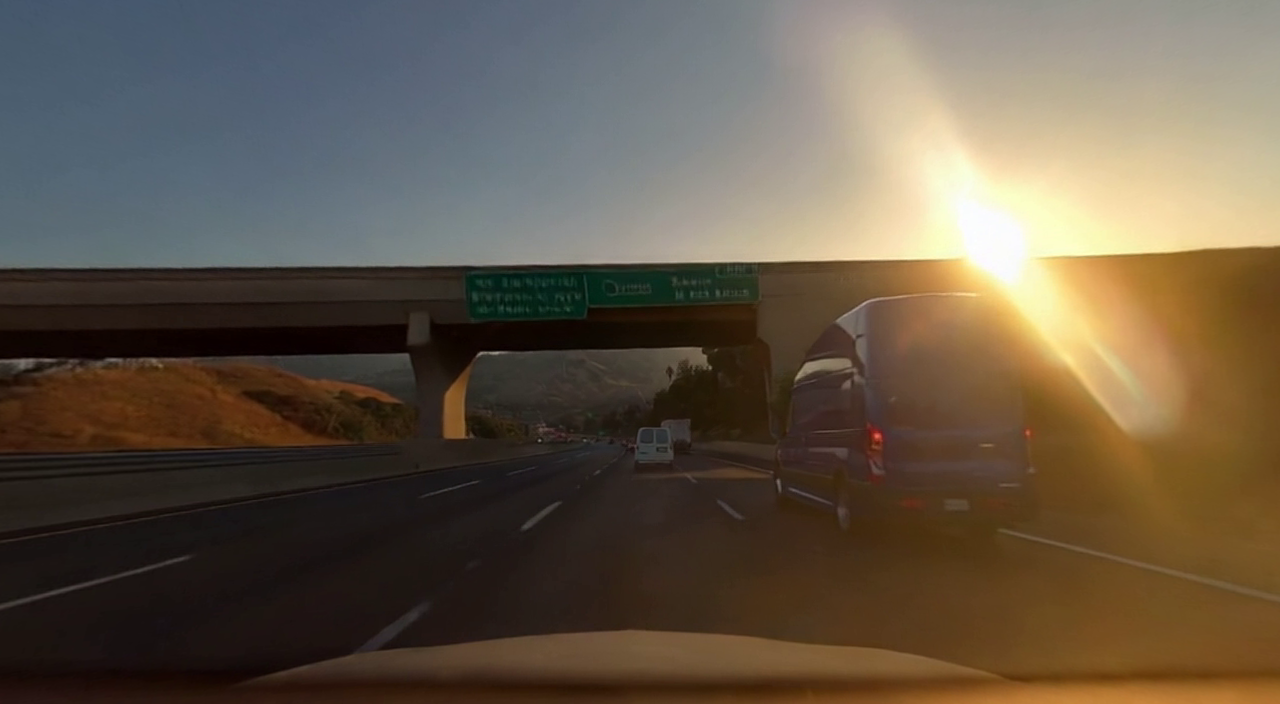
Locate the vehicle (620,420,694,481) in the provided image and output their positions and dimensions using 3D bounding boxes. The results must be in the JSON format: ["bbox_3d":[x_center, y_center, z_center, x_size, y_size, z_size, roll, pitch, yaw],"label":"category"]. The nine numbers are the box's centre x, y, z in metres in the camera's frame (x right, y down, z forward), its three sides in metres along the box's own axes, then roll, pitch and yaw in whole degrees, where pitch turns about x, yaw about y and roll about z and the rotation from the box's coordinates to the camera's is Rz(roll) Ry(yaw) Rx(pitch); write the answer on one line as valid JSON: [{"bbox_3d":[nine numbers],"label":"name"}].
[{"bbox_3d":[0.630,3.616,23.318,2.469,2.027,4.554,0,-8,1],"label":"vehicle"}]

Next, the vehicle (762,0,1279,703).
[{"bbox_3d":[3.817,-0.574,1.184,3.892,4.216,16.830,0,-8,0],"label":"vehicle"}]
